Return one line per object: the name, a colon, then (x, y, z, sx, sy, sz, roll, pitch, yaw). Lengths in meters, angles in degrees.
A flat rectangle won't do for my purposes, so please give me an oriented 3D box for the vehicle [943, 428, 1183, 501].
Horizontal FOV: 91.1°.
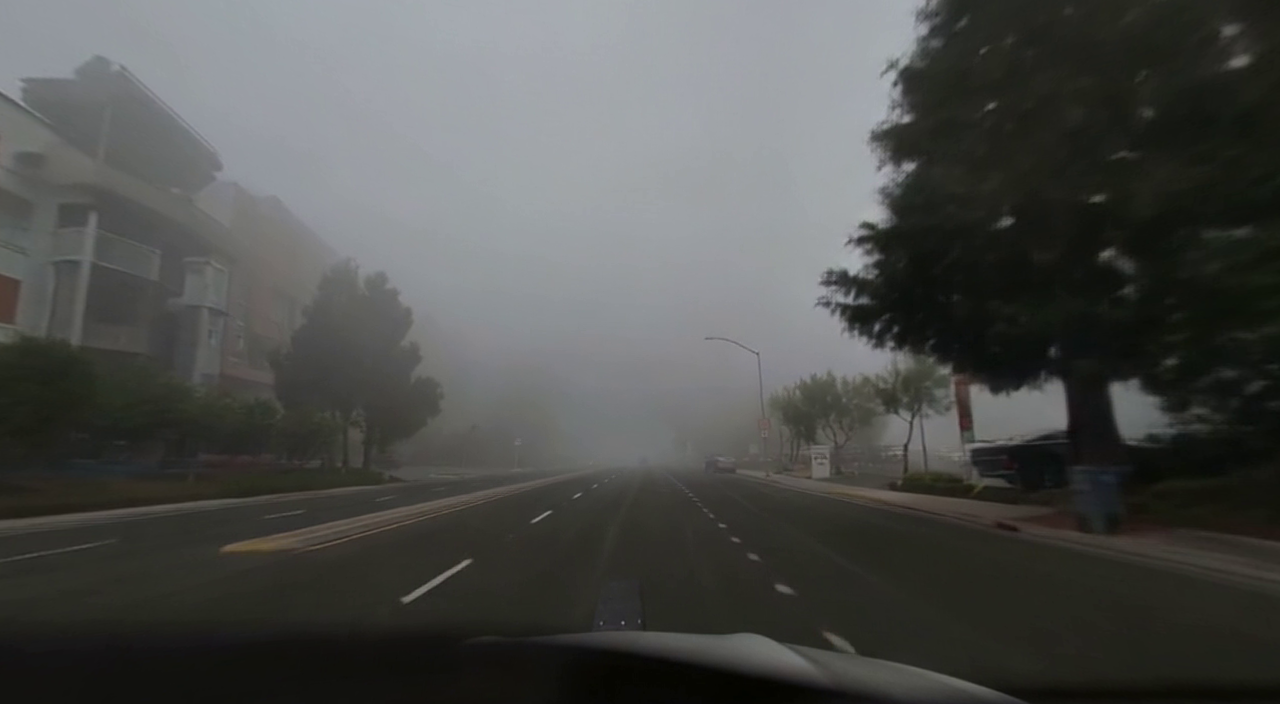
vehicle: (11.269, 3.030, 17.060, 4.903, 1.831, 2.098, 0, -8, 2)
